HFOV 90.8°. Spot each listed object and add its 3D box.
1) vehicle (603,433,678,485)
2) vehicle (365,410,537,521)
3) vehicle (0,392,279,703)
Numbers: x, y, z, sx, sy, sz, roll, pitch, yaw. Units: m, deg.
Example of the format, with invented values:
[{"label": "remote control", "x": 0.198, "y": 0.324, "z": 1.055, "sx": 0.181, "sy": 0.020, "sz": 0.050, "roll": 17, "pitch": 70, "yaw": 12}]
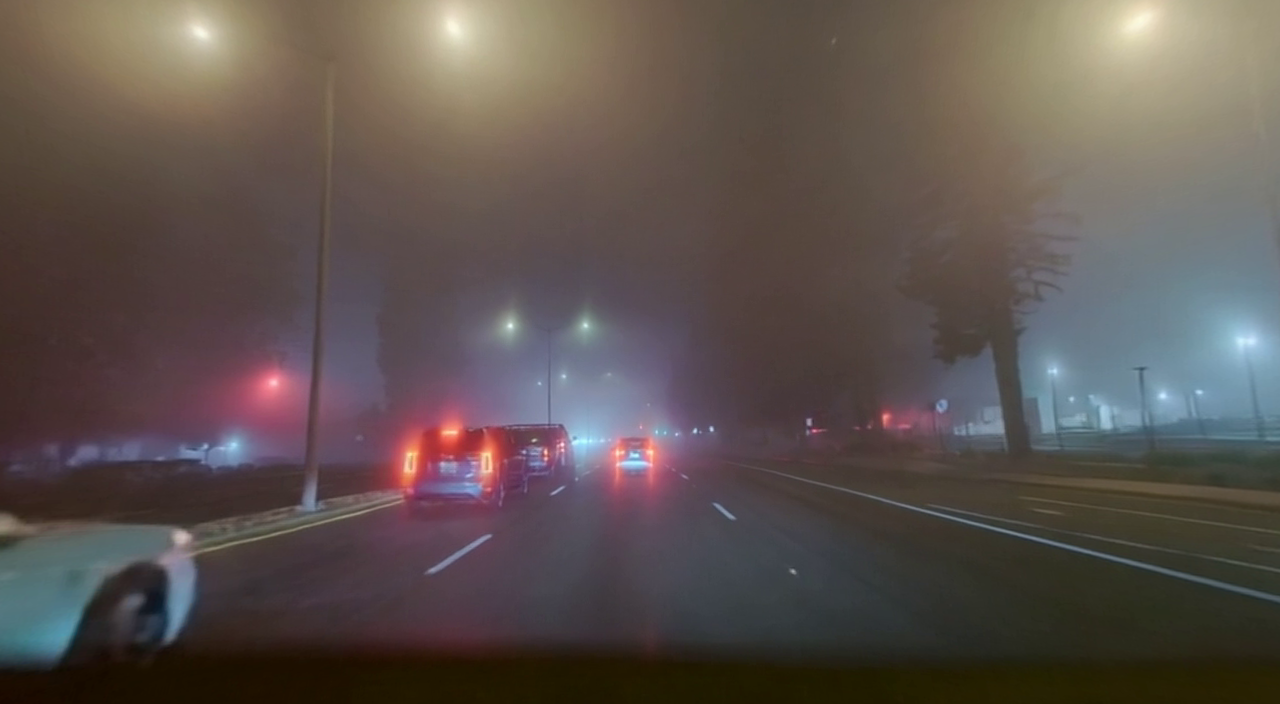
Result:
[{"label": "vehicle", "x": -0.013, "y": 3.329, "z": 19.916, "sx": 2.126, "sy": 1.475, "sz": 3.967, "roll": 0, "pitch": -8, "yaw": -1}, {"label": "vehicle", "x": -3.363, "y": 2.130, "z": 12.248, "sx": 2.046, "sy": 1.751, "sz": 4.208, "roll": 0, "pitch": -8, "yaw": -1}, {"label": "vehicle", "x": -3.455, "y": 0.830, "z": 1.852, "sx": 2.139, "sy": 1.487, "sz": 4.453, "roll": 0, "pitch": -8, "yaw": 0}]
